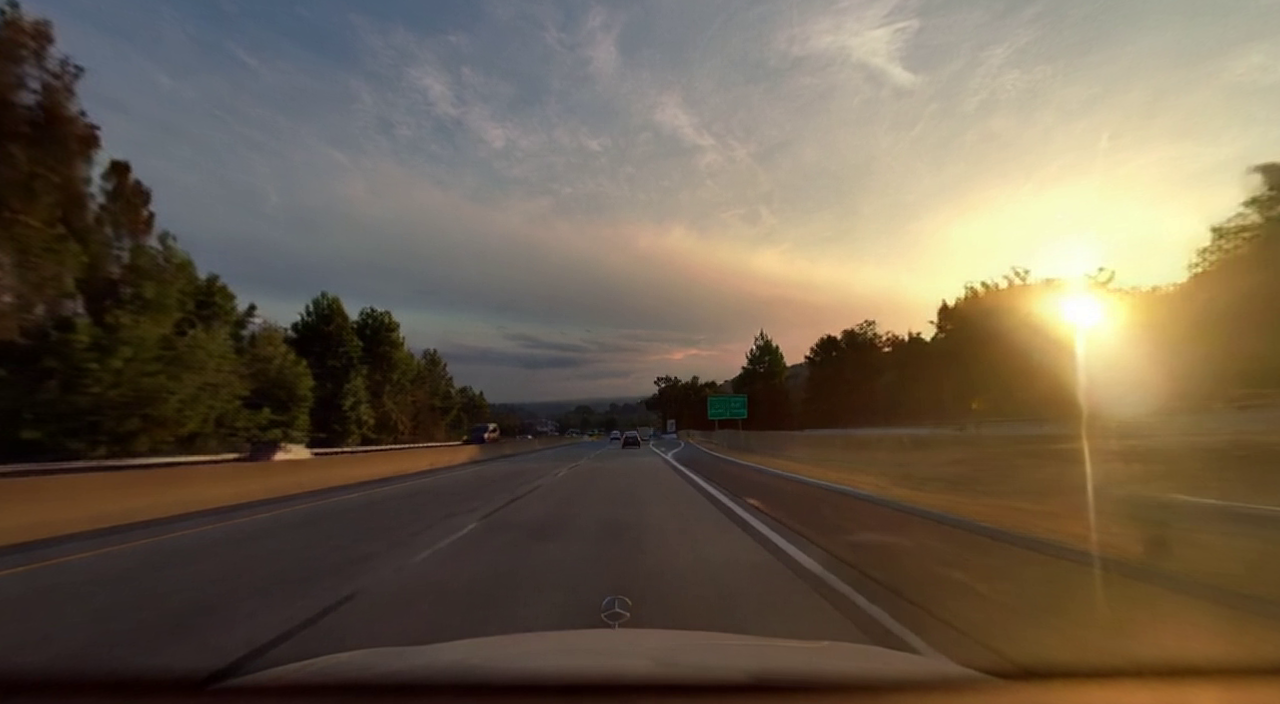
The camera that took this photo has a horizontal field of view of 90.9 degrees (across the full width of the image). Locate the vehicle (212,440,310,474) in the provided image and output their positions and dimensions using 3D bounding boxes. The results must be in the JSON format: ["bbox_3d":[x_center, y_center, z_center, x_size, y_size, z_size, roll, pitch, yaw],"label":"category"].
[{"bbox_3d":[-17.630,4.876,29.551,2.095,1.423,4.064,0,-8,-1],"label":"vehicle"}]

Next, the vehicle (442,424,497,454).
[{"bbox_3d":[-13.337,6.873,49.725,2.624,2.225,6.259,0,-8,-1],"label":"vehicle"}]
